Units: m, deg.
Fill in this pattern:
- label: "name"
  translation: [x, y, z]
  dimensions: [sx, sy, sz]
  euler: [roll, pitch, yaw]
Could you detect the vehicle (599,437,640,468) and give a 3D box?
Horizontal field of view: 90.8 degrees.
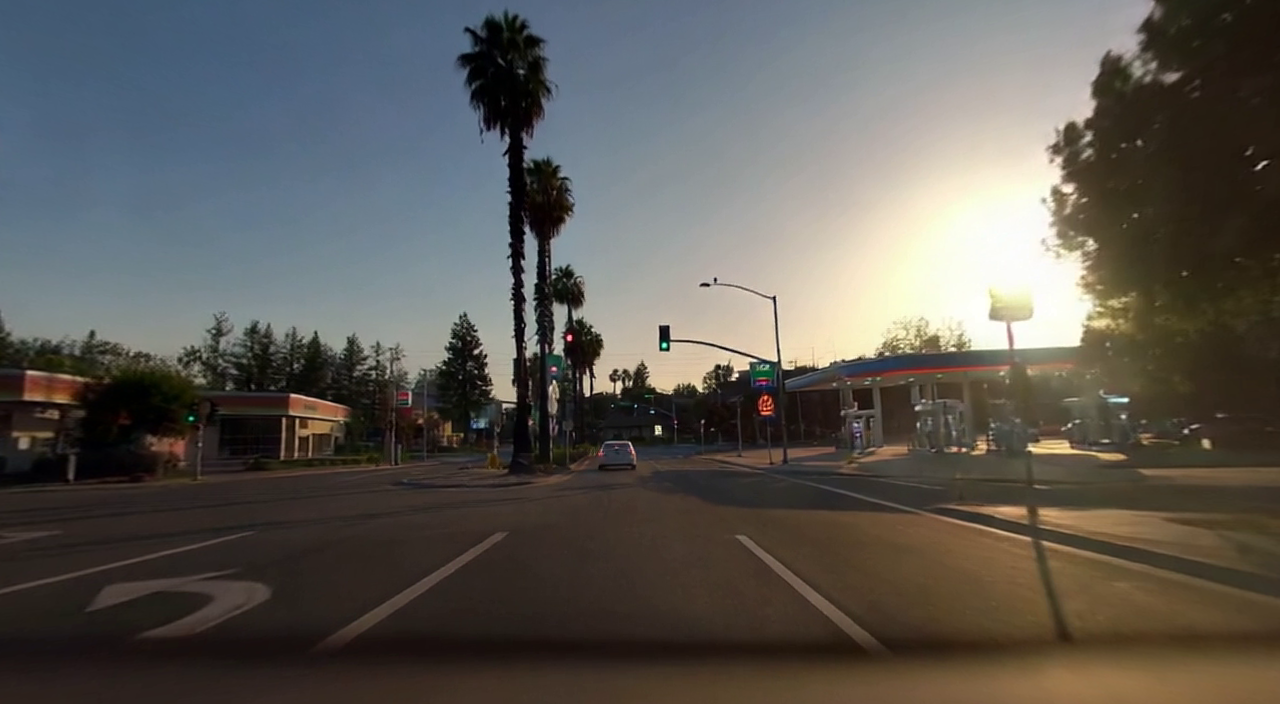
- label: "vehicle"
  translation: [-1.126, 5.425, 34.141]
  dimensions: [2.073, 1.525, 4.809]
  euler: [0, -9, -2]
